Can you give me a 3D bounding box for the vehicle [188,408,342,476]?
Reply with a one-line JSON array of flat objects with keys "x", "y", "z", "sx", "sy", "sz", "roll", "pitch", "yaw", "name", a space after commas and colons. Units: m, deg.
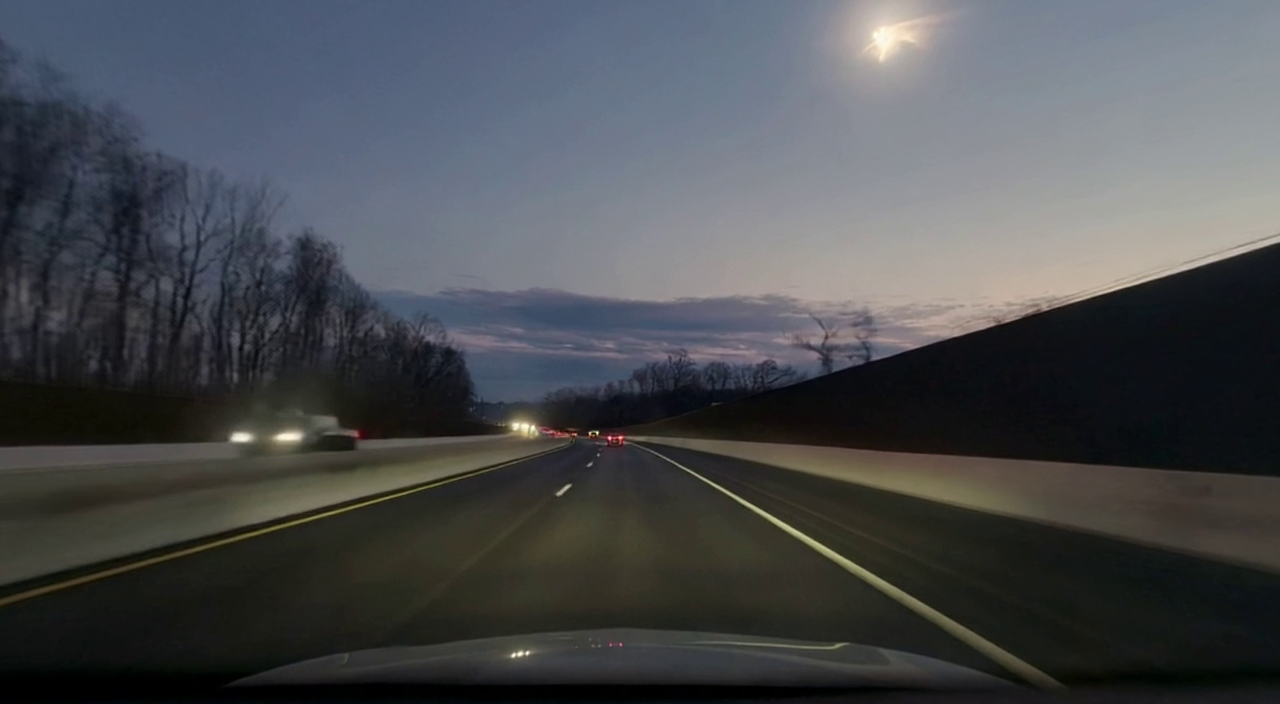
[{"x": -12.274, "y": 3.001, "z": 21.144, "sx": 2.091, "sy": 1.984, "sz": 5.226, "roll": 0, "pitch": -8, "yaw": -2, "name": "vehicle"}]
